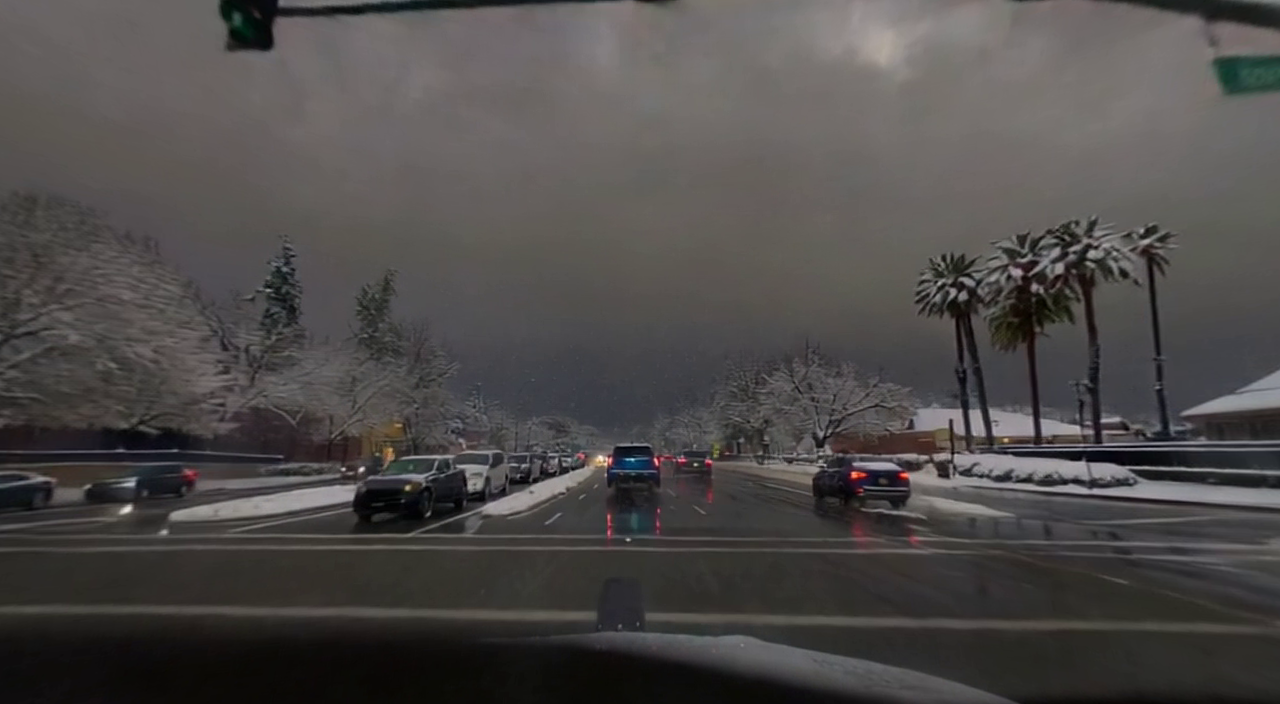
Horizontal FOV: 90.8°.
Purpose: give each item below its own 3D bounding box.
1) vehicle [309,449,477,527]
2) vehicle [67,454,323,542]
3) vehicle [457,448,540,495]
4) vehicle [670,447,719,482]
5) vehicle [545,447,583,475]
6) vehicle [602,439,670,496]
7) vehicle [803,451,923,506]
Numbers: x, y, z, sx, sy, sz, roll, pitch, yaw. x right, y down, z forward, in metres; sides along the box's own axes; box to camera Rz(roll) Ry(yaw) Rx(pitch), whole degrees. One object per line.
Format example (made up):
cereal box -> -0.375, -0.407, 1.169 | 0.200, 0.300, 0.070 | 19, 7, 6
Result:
vehicle -> -5.260, 2.923, 14.235 | 2.030, 1.441, 4.324 | 0, -9, 0
vehicle -> -8.619, 2.817, 12.862 | 2.061, 1.415, 4.289 | 0, -9, 0
vehicle -> -5.154, 4.392, 23.622 | 2.036, 1.541, 4.107 | -1, -9, 2
vehicle -> 2.856, 5.968, 33.911 | 2.112, 1.710, 4.234 | 0, -9, -2
vehicle -> -5.197, 7.498, 43.680 | 2.160, 1.769, 4.494 | 0, -9, -1
vehicle -> -0.140, 4.009, 22.292 | 2.151, 1.787, 4.109 | 0, -9, 0
vehicle -> 6.604, 3.763, 19.279 | 1.944, 1.447, 4.309 | 0, -9, -2
